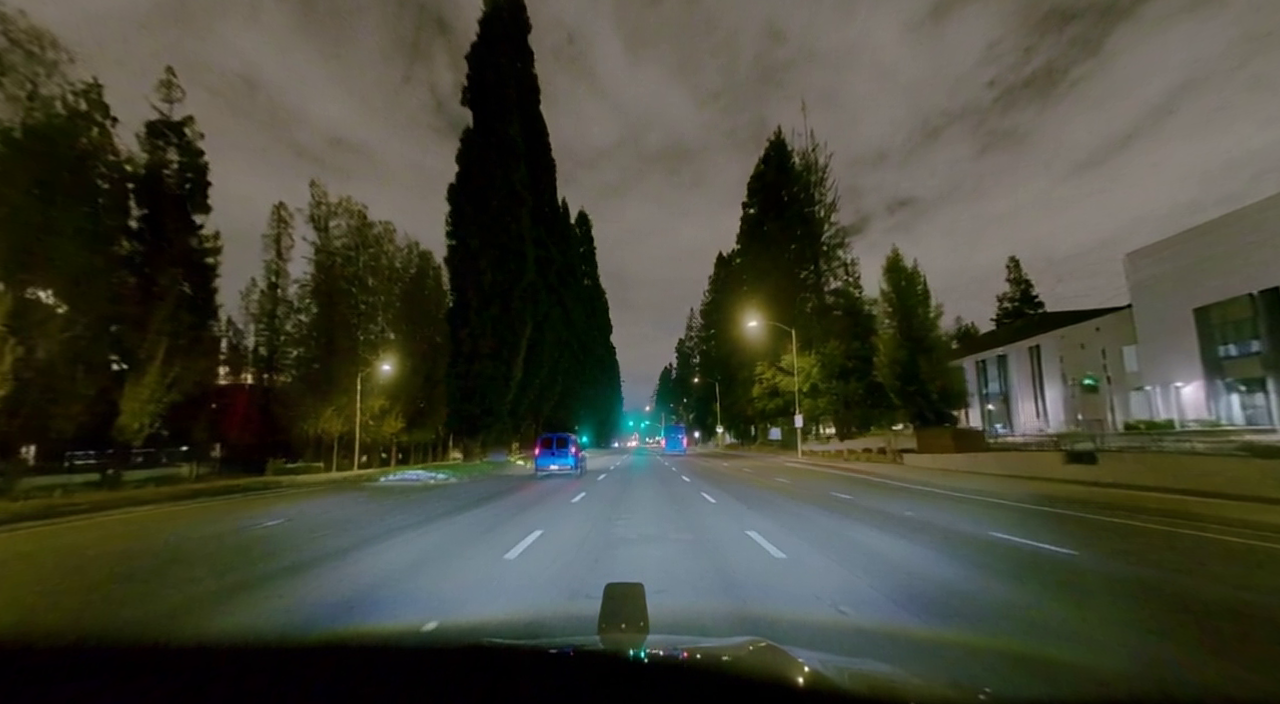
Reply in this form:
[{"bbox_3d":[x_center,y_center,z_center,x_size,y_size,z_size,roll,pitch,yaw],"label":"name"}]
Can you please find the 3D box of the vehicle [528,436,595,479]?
[{"bbox_3d":[-3.161,4.376,26.378,2.129,1.602,4.532,0,-8,1],"label":"vehicle"}]
